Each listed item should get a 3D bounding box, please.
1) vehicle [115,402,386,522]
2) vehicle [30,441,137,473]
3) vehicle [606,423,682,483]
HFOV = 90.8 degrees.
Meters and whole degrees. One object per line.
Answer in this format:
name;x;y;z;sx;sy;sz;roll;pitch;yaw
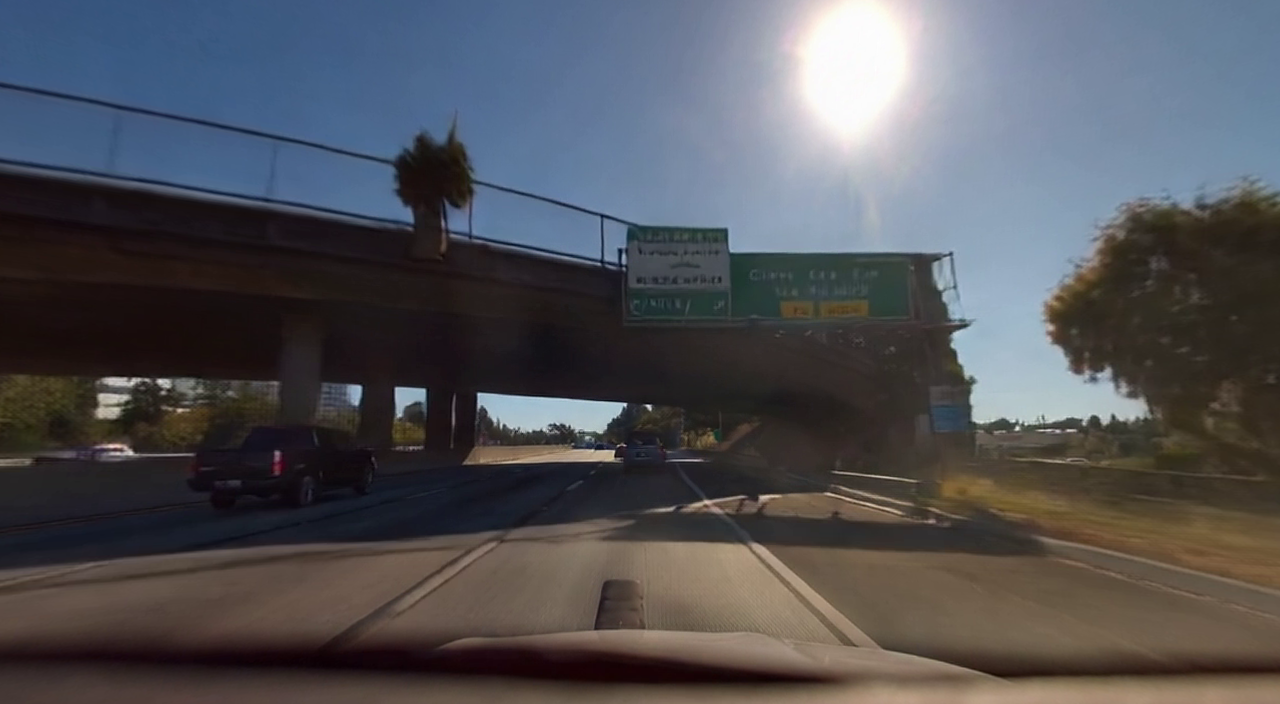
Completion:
vehicle;-7.452;2.192;13.017;2.289;1.955;5.147;0;-9;0
vehicle;-35.915;6.780;41.008;2.163;1.933;5.256;0;-9;-1
vehicle;0.263;3.755;23.607;2.497;1.957;5.432;0;-9;3
